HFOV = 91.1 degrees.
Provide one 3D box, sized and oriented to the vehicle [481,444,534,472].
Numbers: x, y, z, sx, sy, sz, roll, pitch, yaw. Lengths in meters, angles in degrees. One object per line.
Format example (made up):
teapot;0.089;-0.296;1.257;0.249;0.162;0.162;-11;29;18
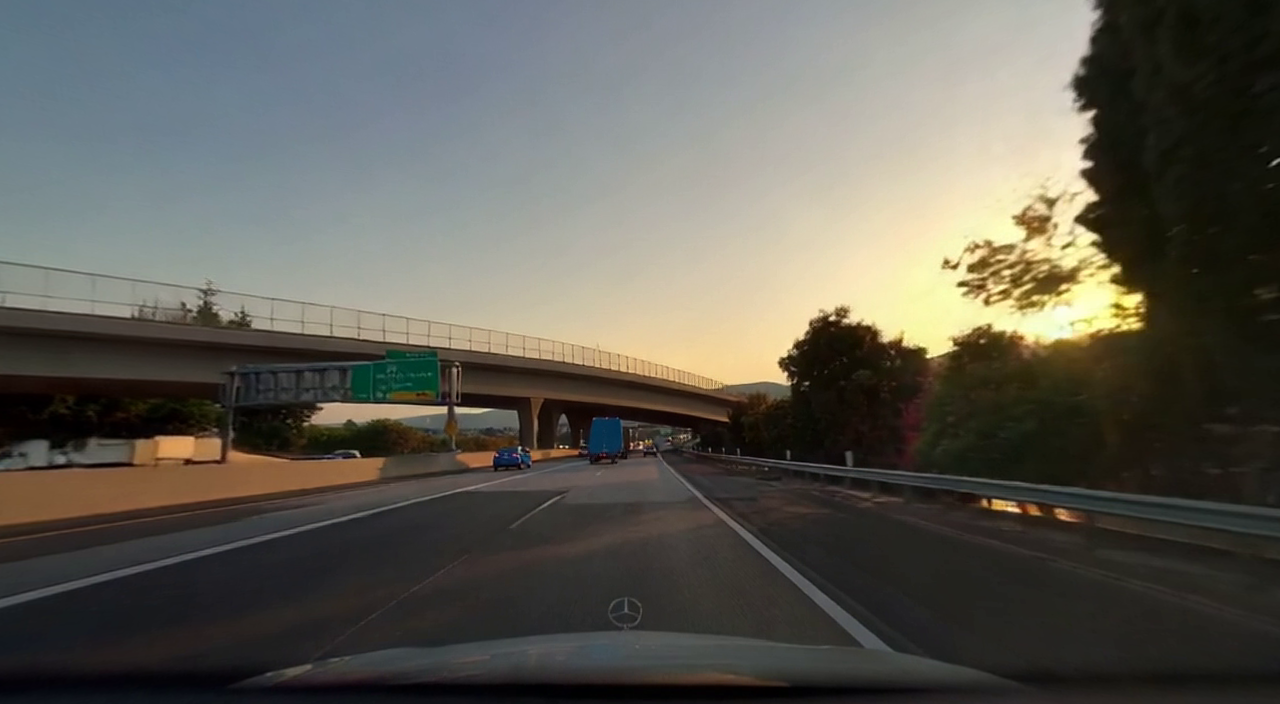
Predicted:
vehicle;-7.501;6.039;36.009;1.901;1.467;4.629;0;-8;2
